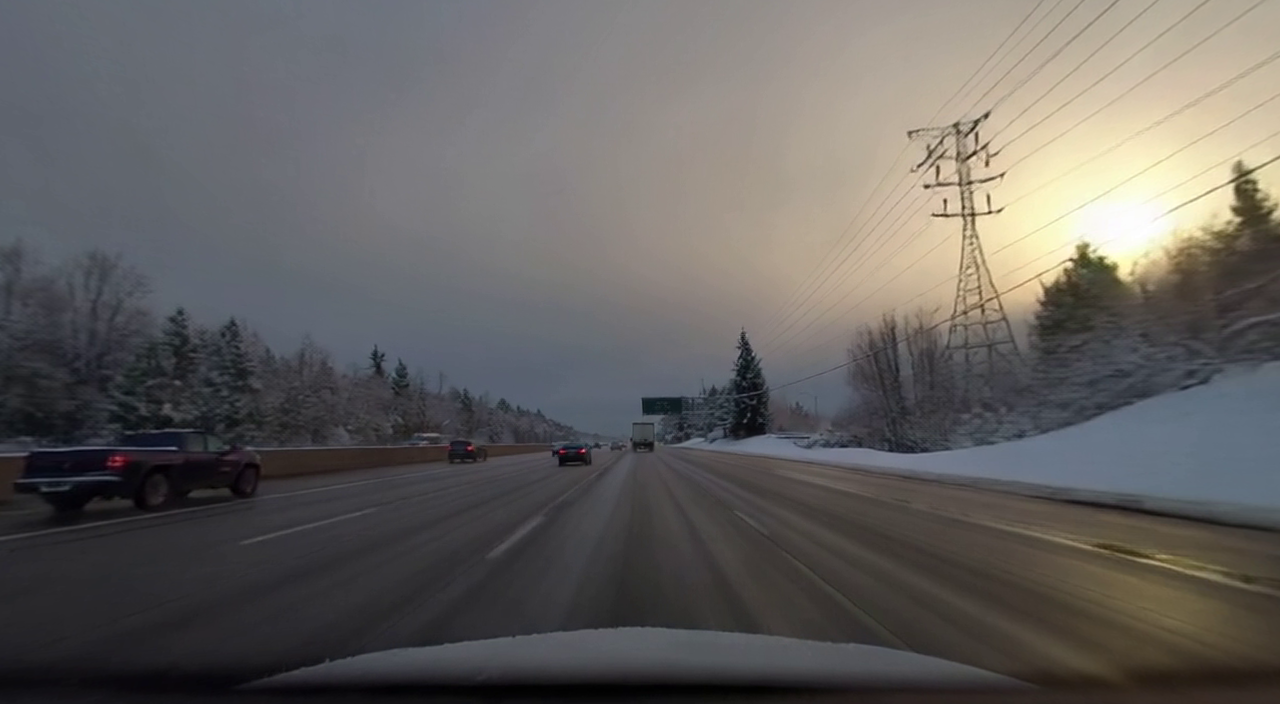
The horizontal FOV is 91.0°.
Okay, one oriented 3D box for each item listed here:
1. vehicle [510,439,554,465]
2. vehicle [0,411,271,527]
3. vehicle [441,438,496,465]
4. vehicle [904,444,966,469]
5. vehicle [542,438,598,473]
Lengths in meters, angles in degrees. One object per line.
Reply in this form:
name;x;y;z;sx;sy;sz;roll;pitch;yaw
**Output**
vehicle;-6.886;6.431;40.622;1.946;1.514;4.687;0;-9;1
vehicle;-10.628;2.330;13.126;2.310;1.853;5.817;0;-9;1
vehicle;-10.856;6.342;40.228;2.058;1.621;4.739;0;-9;1
vehicle;19.622;6.949;42.110;1.985;1.521;4.827;-1;-9;3
vehicle;-3.240;4.939;30.187;2.045;1.532;4.954;0;-9;1
